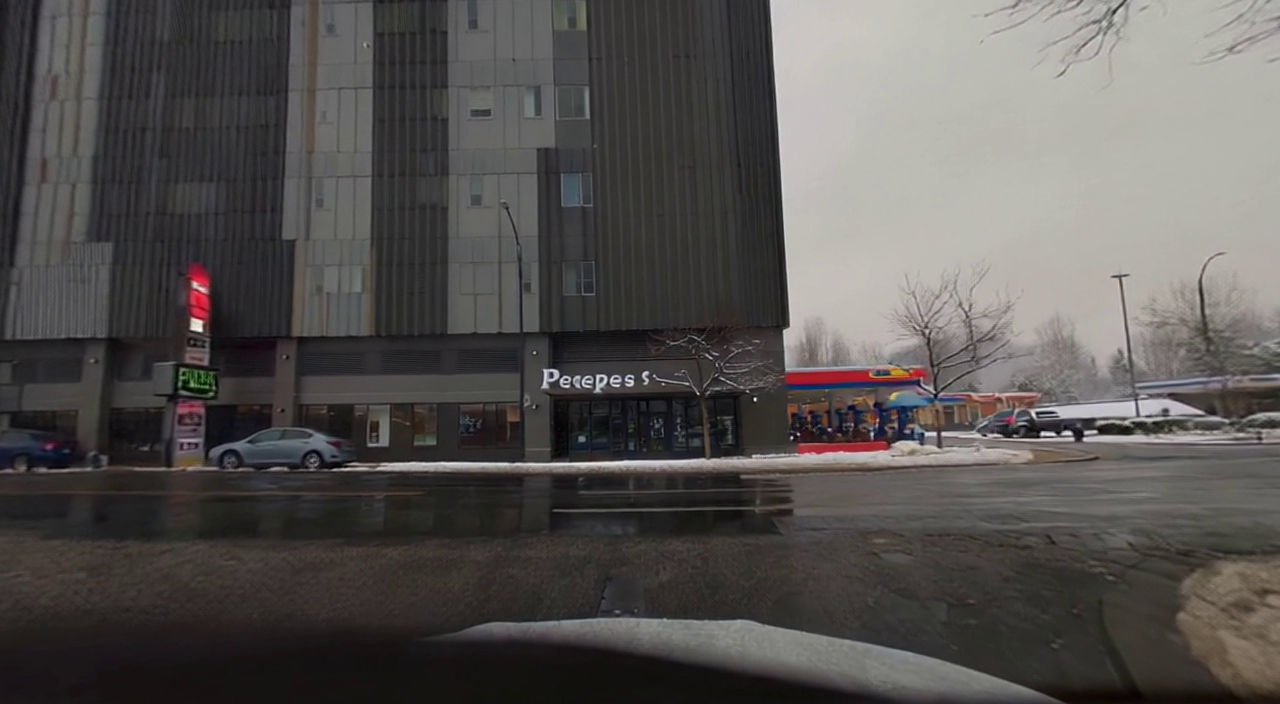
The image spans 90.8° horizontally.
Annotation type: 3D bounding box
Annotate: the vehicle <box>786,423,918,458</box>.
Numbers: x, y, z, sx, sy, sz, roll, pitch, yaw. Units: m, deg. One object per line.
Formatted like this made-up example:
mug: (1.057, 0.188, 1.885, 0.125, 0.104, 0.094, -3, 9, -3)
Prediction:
vehicle: (8.608, 3.651, 25.894, 4.782, 1.371, 1.763, 1, -9, -5)

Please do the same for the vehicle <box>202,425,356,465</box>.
vehicle: (-13.939, 3.618, 24.562, 4.857, 1.497, 1.811, 0, -9, 2)

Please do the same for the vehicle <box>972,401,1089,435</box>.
vehicle: (28.517, 4.832, 46.303, 7.026, 2.329, 2.545, 1, -6, -4)

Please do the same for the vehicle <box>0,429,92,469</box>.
vehicle: (-23.634, 3.620, 23.707, 4.321, 1.430, 1.775, 0, -9, -2)

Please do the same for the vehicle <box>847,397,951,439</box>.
vehicle: (16.166, 4.168, 39.665, 5.524, 2.504, 2.196, 1, -9, -3)
